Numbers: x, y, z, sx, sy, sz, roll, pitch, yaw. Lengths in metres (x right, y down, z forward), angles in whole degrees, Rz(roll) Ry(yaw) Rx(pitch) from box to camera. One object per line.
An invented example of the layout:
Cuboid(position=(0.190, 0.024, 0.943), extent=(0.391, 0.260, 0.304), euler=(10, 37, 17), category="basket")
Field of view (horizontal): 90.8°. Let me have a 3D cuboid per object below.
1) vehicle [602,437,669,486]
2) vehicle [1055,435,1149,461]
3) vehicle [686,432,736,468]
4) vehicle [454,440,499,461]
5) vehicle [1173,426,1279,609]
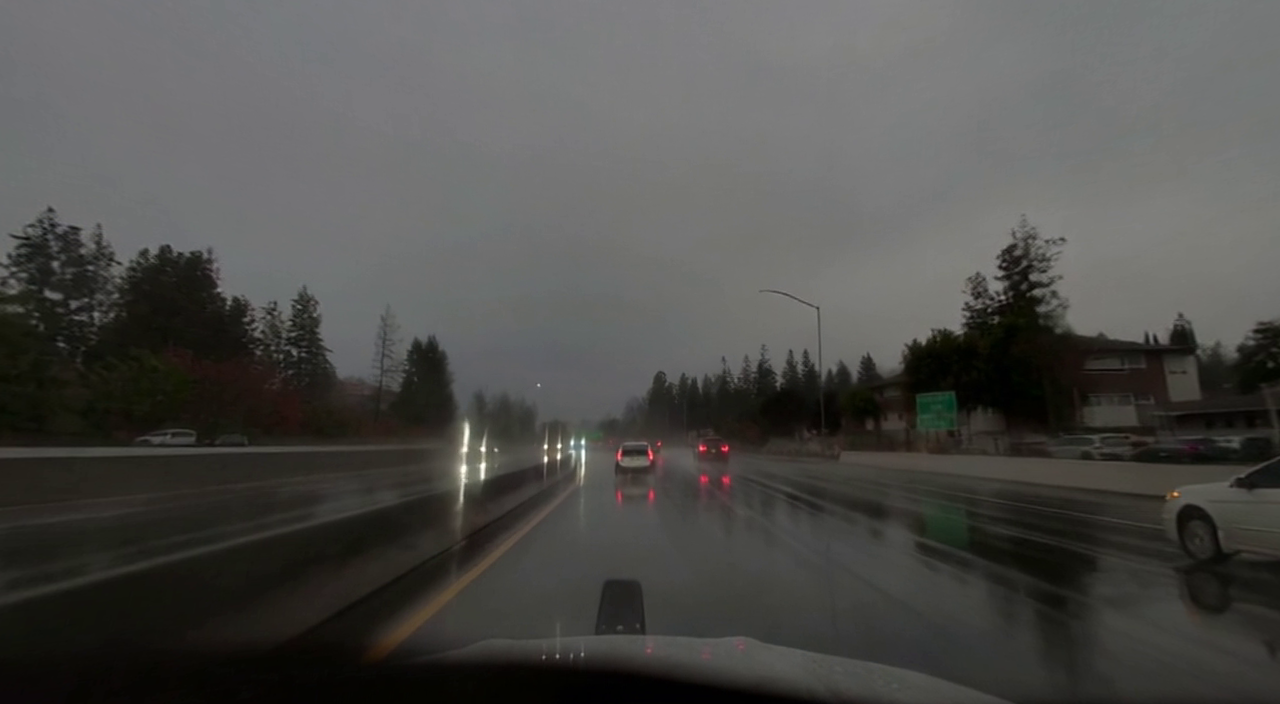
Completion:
Cuboid(position=(-0.122, 3.616, 21.118), extent=(2.040, 1.451, 3.736), euler=(0, -9, 1), category="vehicle")
Cuboid(position=(31.564, 6.535, 43.329), extent=(1.991, 1.653, 4.785), euler=(4, -9, -23), category="vehicle")
Cuboid(position=(3.888, 5.463, 35.278), extent=(2.186, 1.842, 4.553), euler=(0, -9, -1), category="vehicle")
Cuboid(position=(-12.076, 7.315, 47.017), extent=(2.042, 1.502, 4.626), euler=(0, -9, 1), category="vehicle")
Cuboid(position=(6.403, 1.126, 3.684), extent=(2.434, 1.467, 4.726), euler=(0, -9, 0), category="vehicle")
